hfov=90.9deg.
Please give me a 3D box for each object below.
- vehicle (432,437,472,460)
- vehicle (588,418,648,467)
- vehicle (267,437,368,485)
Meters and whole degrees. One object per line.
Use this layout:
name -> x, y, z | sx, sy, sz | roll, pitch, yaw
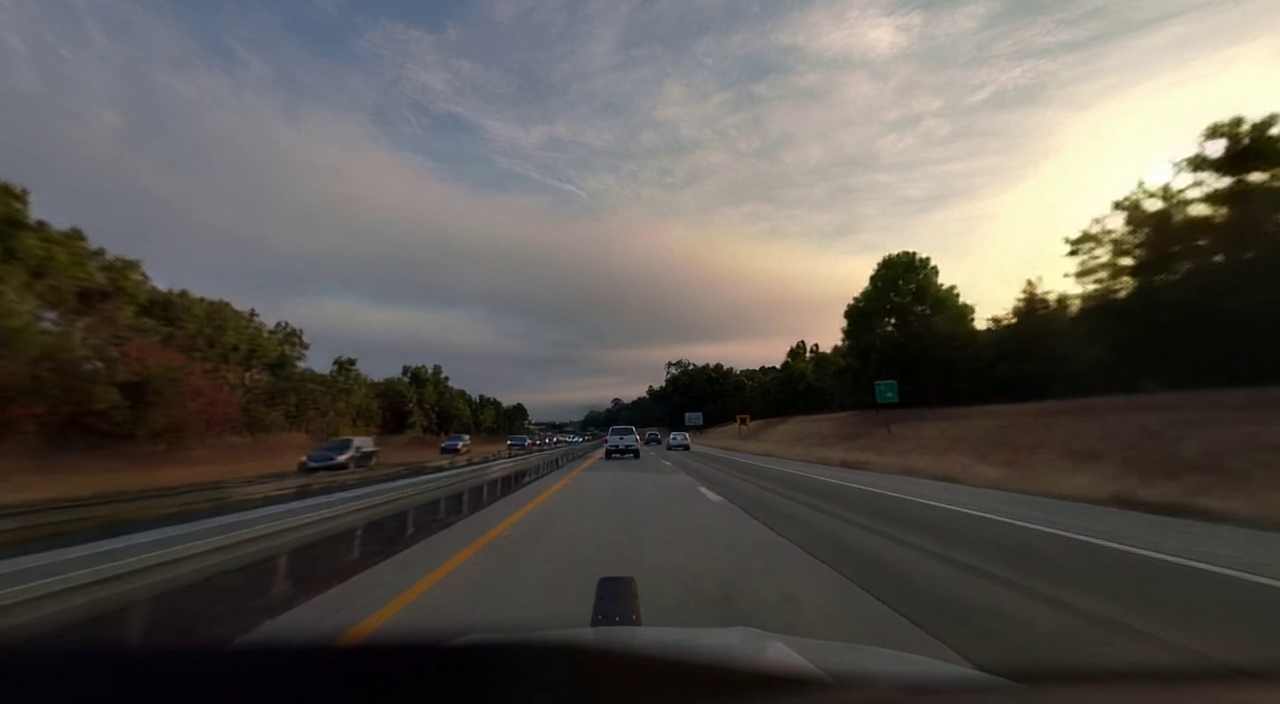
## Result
vehicle -> -14.489, 7.447, 48.764 | 1.878, 1.649, 3.987 | 0, -8, 0
vehicle -> -0.985, 4.134, 28.996 | 2.503, 2.044, 4.633 | 0, -8, -1
vehicle -> -12.358, 4.151, 24.454 | 1.940, 1.665, 3.934 | 0, -8, -2
